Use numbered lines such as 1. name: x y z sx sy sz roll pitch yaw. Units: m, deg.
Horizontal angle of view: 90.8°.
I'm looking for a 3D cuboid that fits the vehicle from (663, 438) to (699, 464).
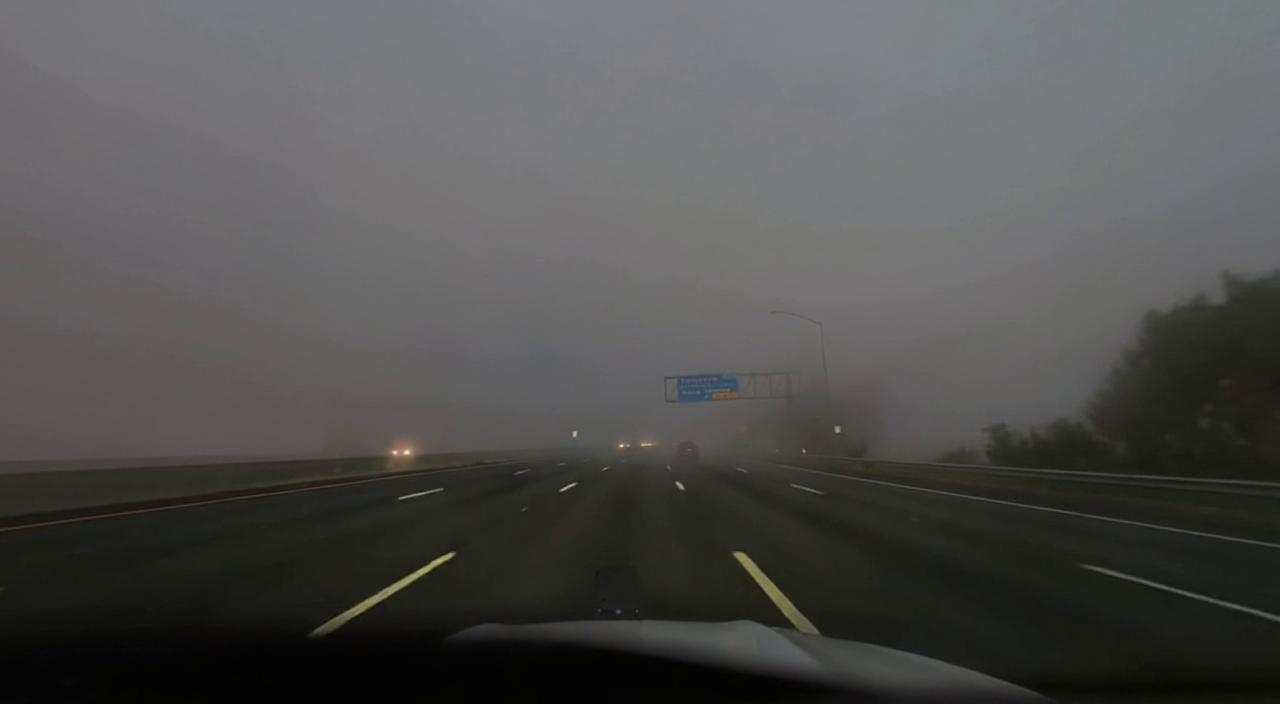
1. vehicle: 2.881 7.125 45.502 2.224 1.738 4.376 0 -8 -1
